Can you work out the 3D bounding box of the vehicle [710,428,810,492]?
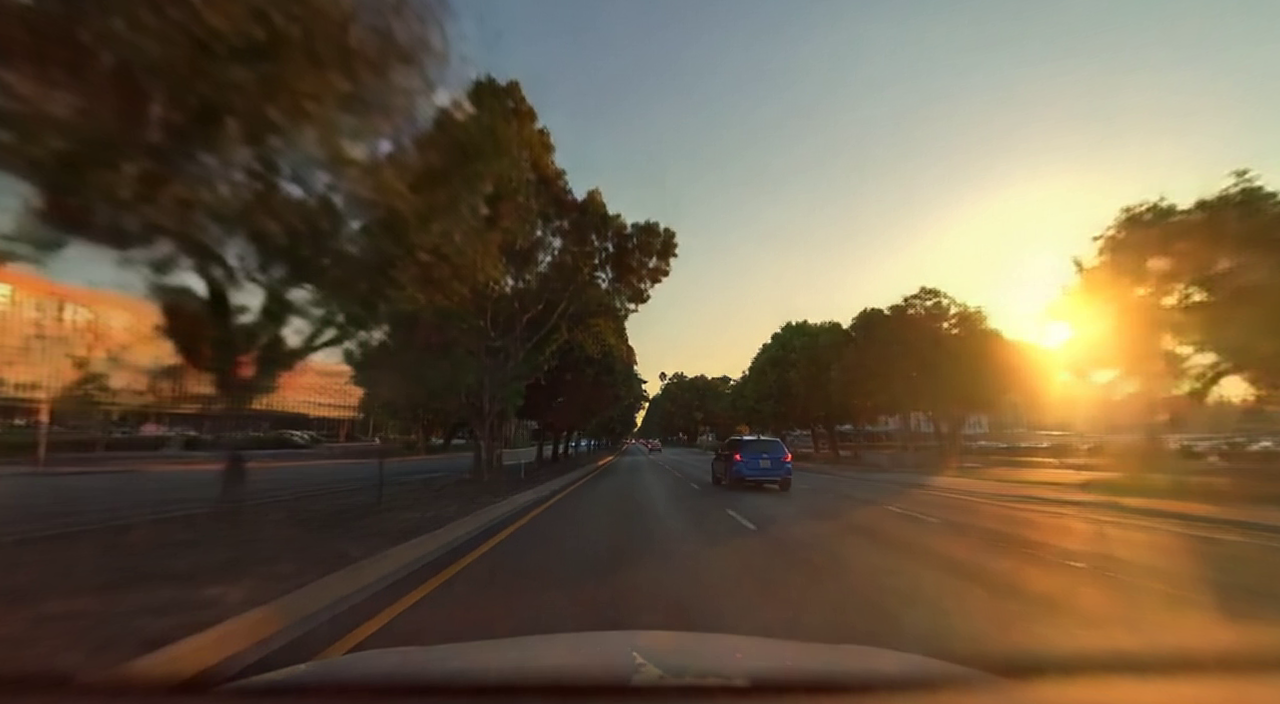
[{"bbox_3d":[3.450,3.200,19.107,2.072,1.696,4.177,0,-8,-2],"label":"vehicle"}]
